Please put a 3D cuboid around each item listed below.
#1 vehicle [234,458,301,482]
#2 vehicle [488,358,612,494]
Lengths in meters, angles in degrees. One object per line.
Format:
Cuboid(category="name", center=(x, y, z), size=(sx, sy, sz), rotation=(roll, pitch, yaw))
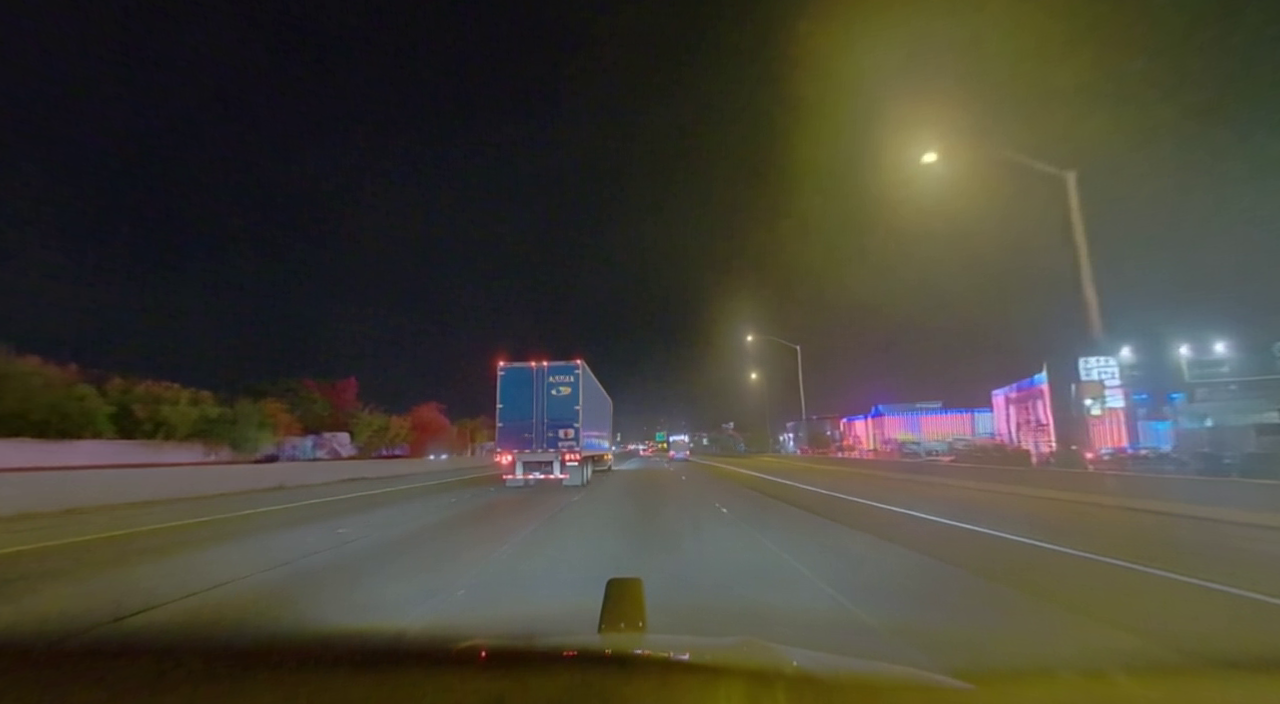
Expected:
Cuboid(category="vehicle", center=(-24.692, 7.801, 42.013), size=(1.883, 1.412, 4.102), rotation=(0, -8, 2))
Cuboid(category="vehicle", center=(-2.906, 2.809, 23.452), size=(2.977, 4.048, 8.890), rotation=(-1, -8, 2))
